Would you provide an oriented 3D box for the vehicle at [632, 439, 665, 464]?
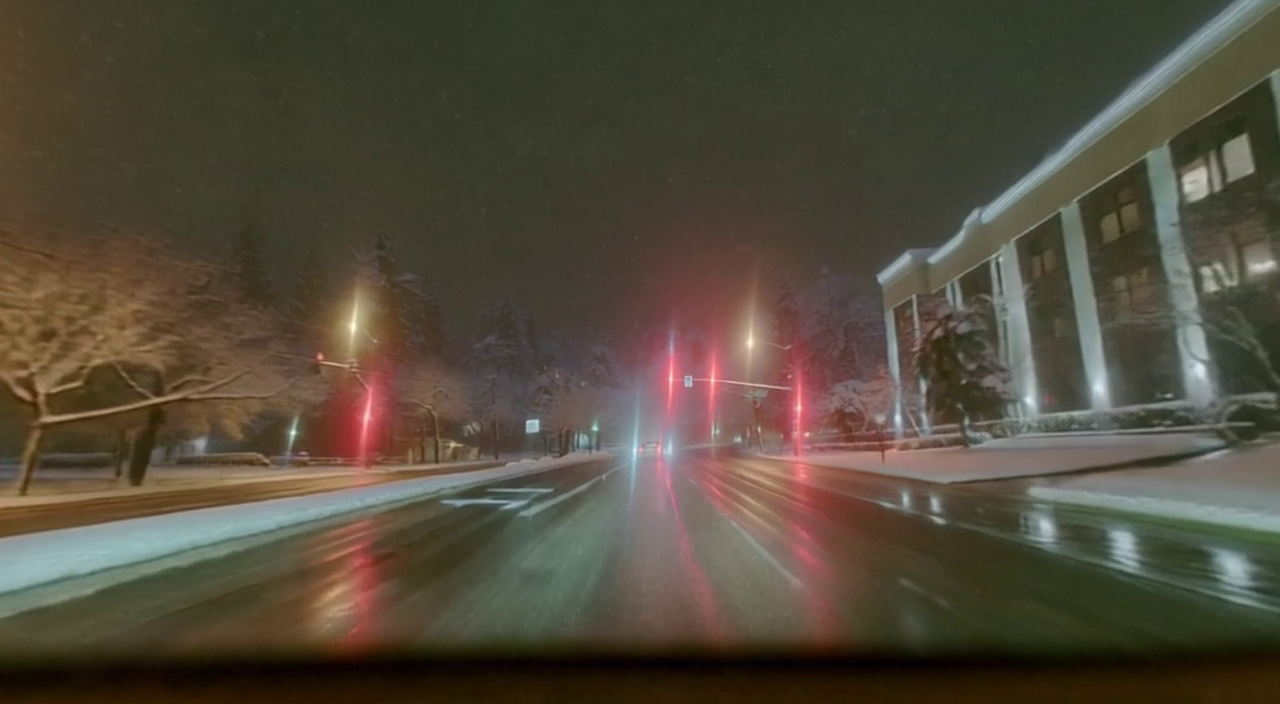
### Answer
[{"bbox_3d":[0.599,6.592,42.174,2.037,1.568,3.693,-1,-8,3],"label":"vehicle"}]
